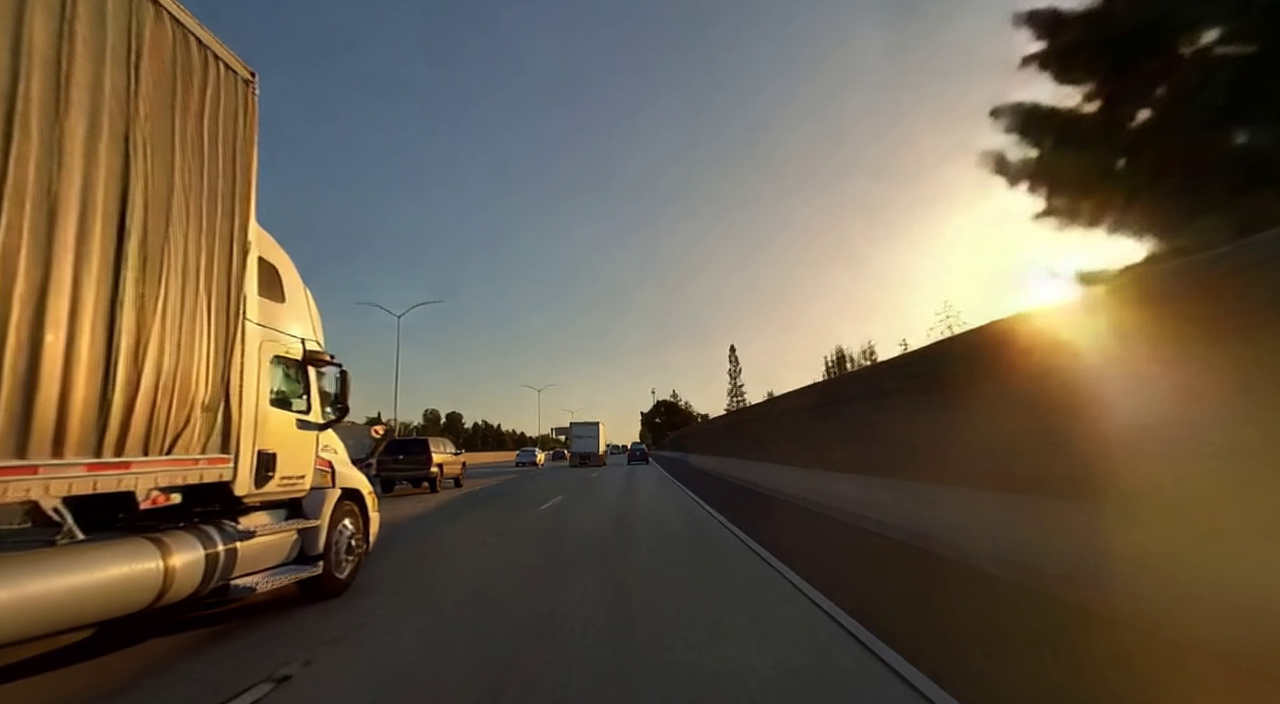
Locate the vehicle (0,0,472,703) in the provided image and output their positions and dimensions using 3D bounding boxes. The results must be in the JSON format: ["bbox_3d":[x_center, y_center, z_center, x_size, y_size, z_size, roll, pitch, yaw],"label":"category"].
[{"bbox_3d":[-3.746,0.342,3.279,3.025,3.266,9.256,-1,-9,1],"label":"vehicle"}]

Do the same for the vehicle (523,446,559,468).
[{"bbox_3d":[-7.302,7.796,46.963,1.962,1.489,4.002,-1,-9,1],"label":"vehicle"}]

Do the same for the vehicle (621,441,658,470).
[{"bbox_3d":[-0.021,6.381,39.025,2.178,1.640,4.071,0,-9,0],"label":"vehicle"}]

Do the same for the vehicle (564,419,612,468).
[{"bbox_3d":[-3.752,6.977,48.032,2.956,3.331,9.575,0,-9,-1],"label":"vehicle"}]
